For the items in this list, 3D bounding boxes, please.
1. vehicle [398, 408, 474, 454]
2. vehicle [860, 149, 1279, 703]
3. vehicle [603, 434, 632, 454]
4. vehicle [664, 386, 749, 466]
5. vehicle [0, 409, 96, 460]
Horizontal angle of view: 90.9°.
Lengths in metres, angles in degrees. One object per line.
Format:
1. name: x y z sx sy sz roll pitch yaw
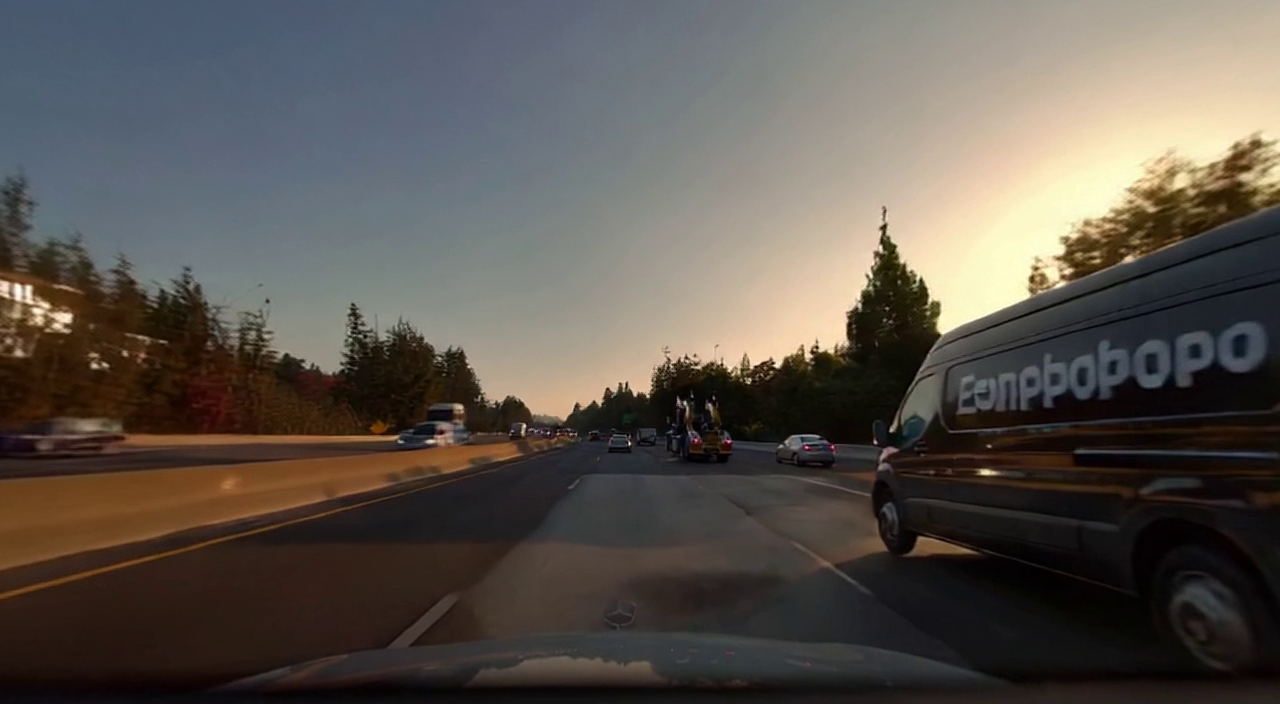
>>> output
1. vehicle: -12.162 4.814 38.263 2.330 2.491 7.401 0 -8 -2
2. vehicle: 3.714 0.646 3.942 2.386 2.509 5.880 0 -8 -2
3. vehicle: -1.786 7.286 49.815 2.217 1.502 4.222 1 -8 -3
4. vehicle: 3.328 4.171 34.726 2.912 3.738 10.123 1 -8 -4
5. vehicle: -21.923 2.902 22.081 1.914 1.637 4.353 0 -8 -3
